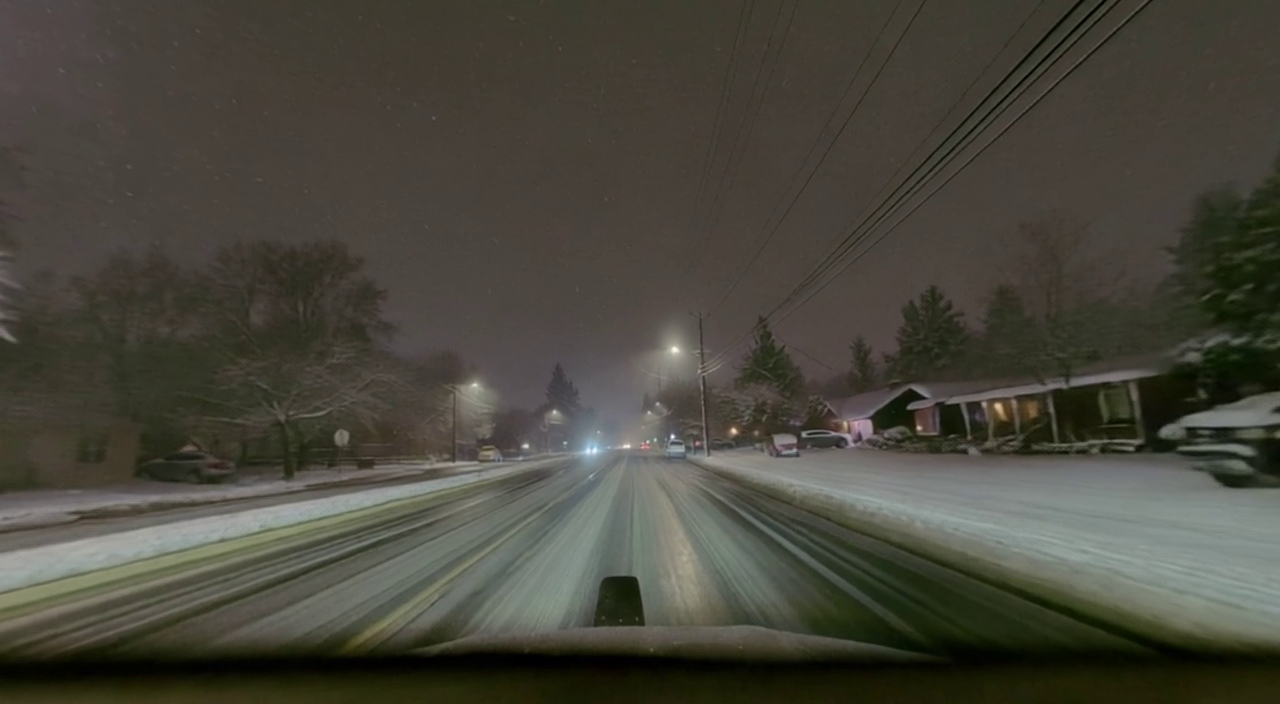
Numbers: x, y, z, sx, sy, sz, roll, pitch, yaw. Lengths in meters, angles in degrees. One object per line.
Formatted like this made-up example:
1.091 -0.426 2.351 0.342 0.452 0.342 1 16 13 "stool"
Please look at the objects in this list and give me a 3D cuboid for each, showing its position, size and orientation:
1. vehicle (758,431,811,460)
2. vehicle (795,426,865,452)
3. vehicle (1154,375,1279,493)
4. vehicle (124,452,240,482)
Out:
9.164 5.957 40.479 1.971 1.641 5.191 -4 -8 -2 "vehicle"
14.576 6.723 48.714 4.723 1.883 2.011 0 -8 -2 "vehicle"
11.275 1.324 10.068 4.426 1.674 2.091 1 -8 -5 "vehicle"
-24.061 6.058 33.327 4.595 1.491 1.902 0 -8 -1 "vehicle"
